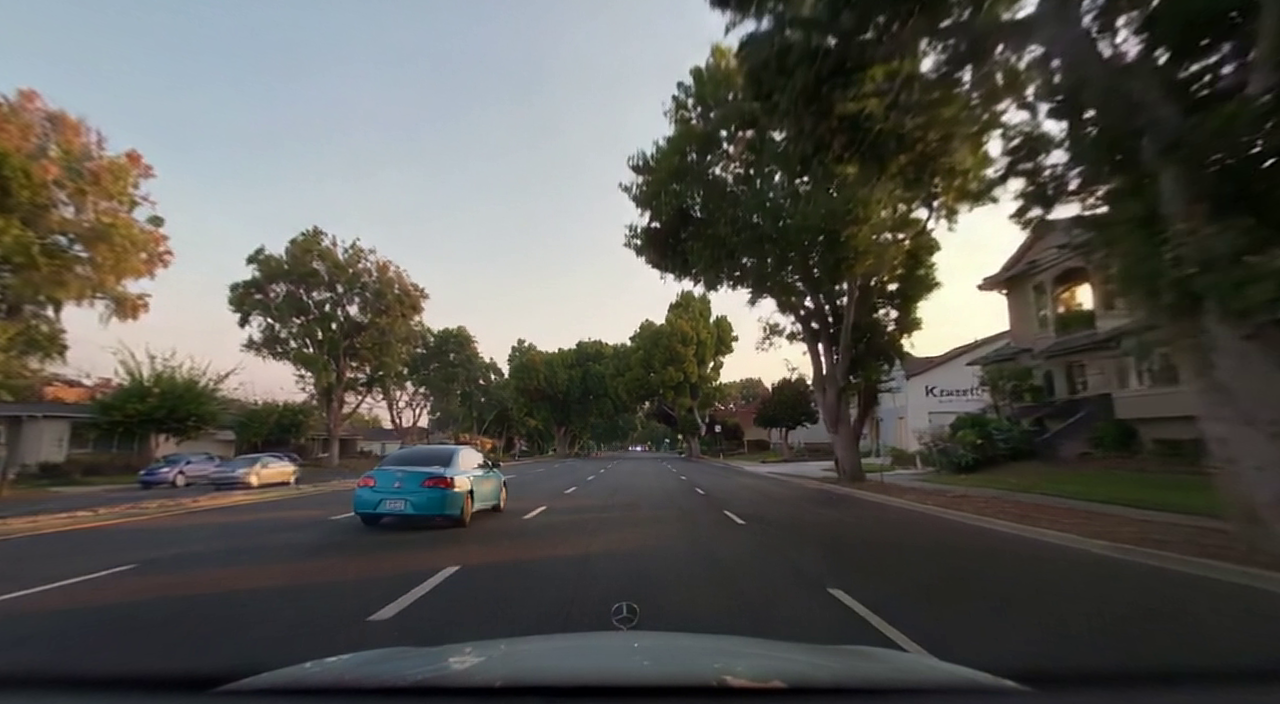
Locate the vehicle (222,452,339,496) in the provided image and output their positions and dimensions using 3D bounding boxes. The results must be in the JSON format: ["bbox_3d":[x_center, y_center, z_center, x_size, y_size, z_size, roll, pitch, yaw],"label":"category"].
[{"bbox_3d":[-12.698,4.292,22.637,1.855,1.373,3.917,0,-8,0],"label":"vehicle"}]

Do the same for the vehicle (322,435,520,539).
[{"bbox_3d":[-3.547,2.250,11.212,2.005,1.477,4.169,0,-8,0],"label":"vehicle"}]

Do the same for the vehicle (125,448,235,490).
[{"bbox_3d":[-22.893,5.820,31.736,1.986,1.897,4.636,0,-8,0],"label":"vehicle"}]
